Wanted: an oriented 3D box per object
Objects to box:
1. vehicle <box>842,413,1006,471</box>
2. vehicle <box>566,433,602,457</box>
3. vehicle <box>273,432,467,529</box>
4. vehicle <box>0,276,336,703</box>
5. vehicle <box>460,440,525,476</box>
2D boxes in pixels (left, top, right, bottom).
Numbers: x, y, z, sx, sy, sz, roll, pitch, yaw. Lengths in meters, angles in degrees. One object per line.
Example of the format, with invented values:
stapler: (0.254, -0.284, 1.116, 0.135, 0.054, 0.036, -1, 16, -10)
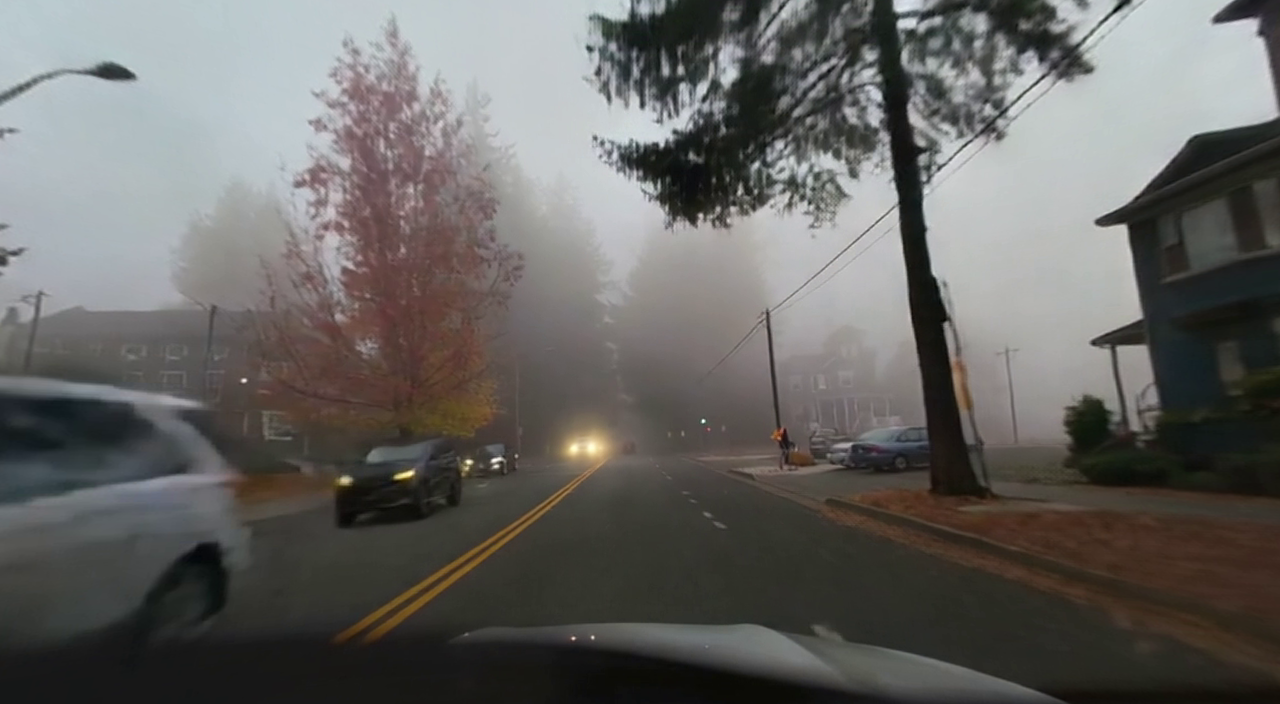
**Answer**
vehicle: (9.239, 2.997, 20.946, 4.385, 1.612, 2.070, -4, -9, 4)
vehicle: (-4.219, 7.161, 48.560, 2.356, 1.702, 4.700, 0, -8, 0)
vehicle: (-5.534, 2.680, 13.866, 2.481, 1.714, 4.702, 0, -9, -5)
vehicle: (-3.480, 0.687, 2.128, 2.275, 1.953, 5.423, 0, -9, -1)
vehicle: (-6.566, 4.742, 28.570, 1.968, 1.483, 4.279, 0, -8, -1)
